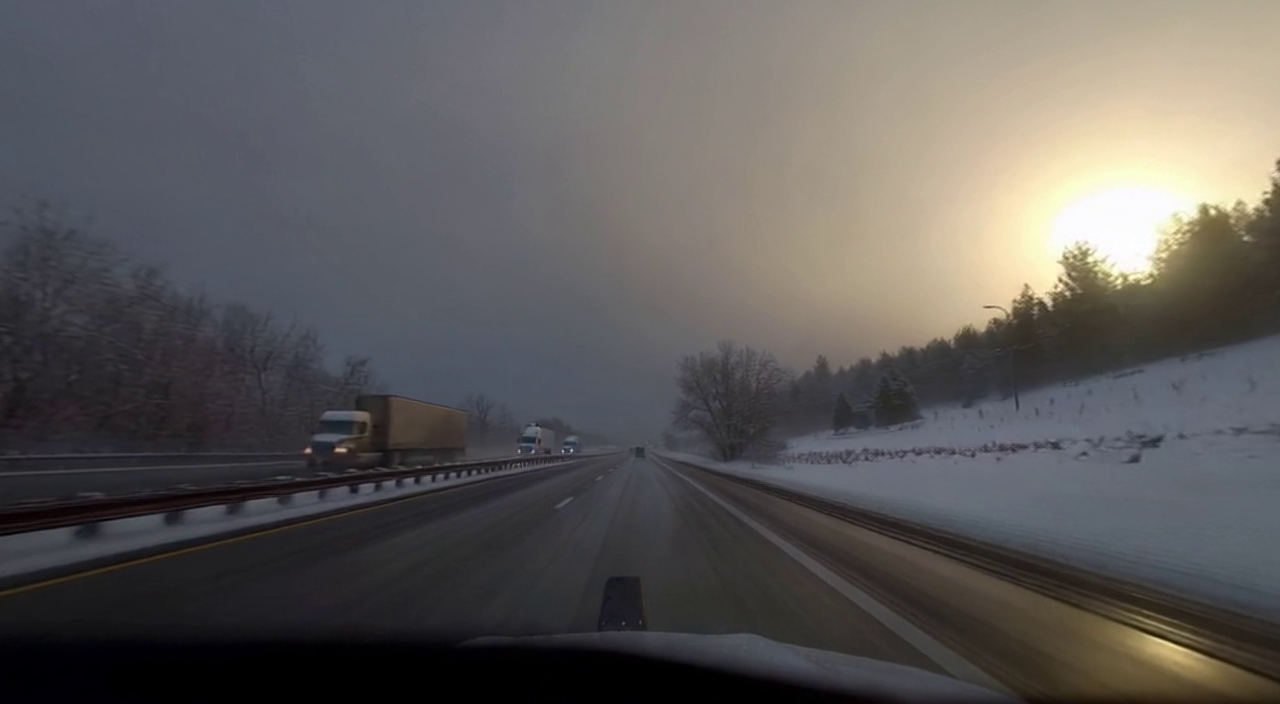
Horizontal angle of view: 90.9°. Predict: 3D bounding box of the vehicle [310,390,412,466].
[{"bbox_3d":[-15.427,4.363,35.423,2.987,3.859,5.763,0,-9,0],"label":"vehicle"}]
